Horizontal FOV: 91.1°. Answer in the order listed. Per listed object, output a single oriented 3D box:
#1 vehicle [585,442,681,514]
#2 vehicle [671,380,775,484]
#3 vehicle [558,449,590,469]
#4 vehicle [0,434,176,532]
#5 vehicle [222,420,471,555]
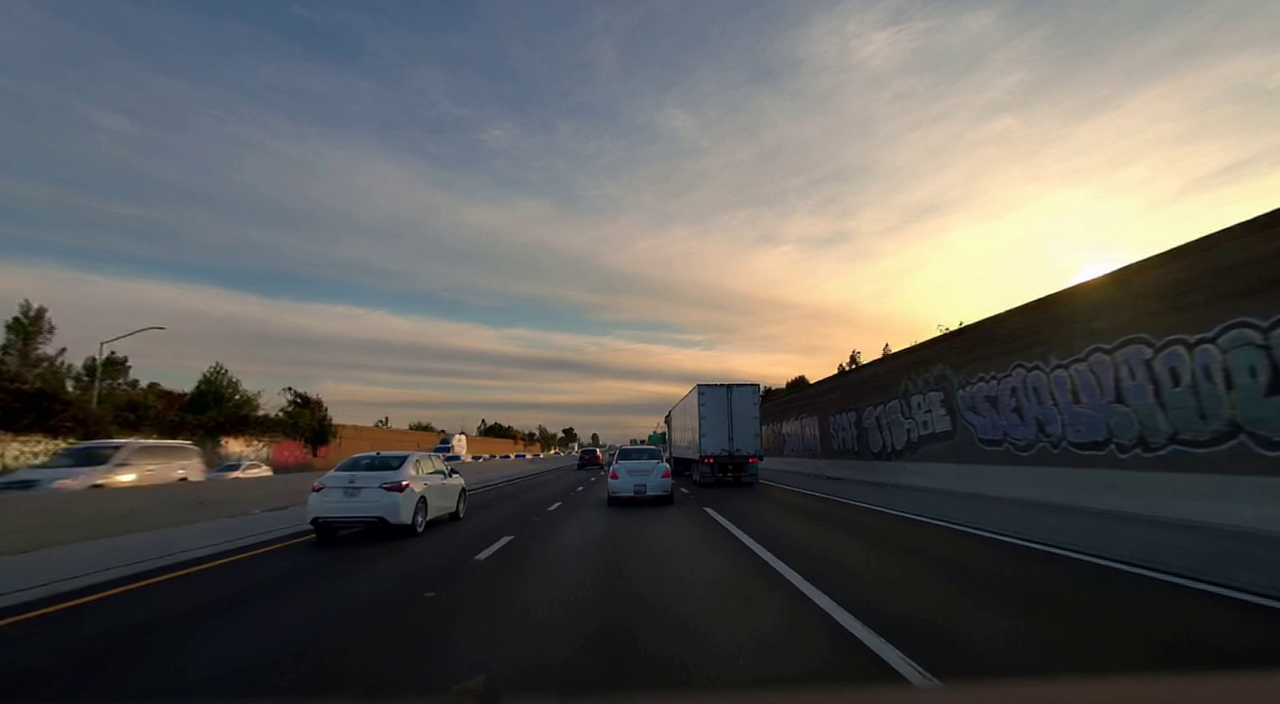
[{"bbox_3d":[-0.212,2.976,15.372,2.033,1.468,4.015,0,-9,-2],"label":"vehicle"},{"bbox_3d":[3.566,4.175,31.730,2.902,4.014,14.446,0,-9,-2],"label":"vehicle"},{"bbox_3d":[-5.034,8.258,48.774,2.067,1.481,4.085,0,-9,0],"label":"vehicle"},{"bbox_3d":[-12.723,2.671,13.285,2.022,1.773,4.935,-1,-9,0],"label":"vehicle"},{"bbox_3d":[-4.526,2.155,10.739,1.988,1.750,4.711,0,-9,0],"label":"vehicle"}]
